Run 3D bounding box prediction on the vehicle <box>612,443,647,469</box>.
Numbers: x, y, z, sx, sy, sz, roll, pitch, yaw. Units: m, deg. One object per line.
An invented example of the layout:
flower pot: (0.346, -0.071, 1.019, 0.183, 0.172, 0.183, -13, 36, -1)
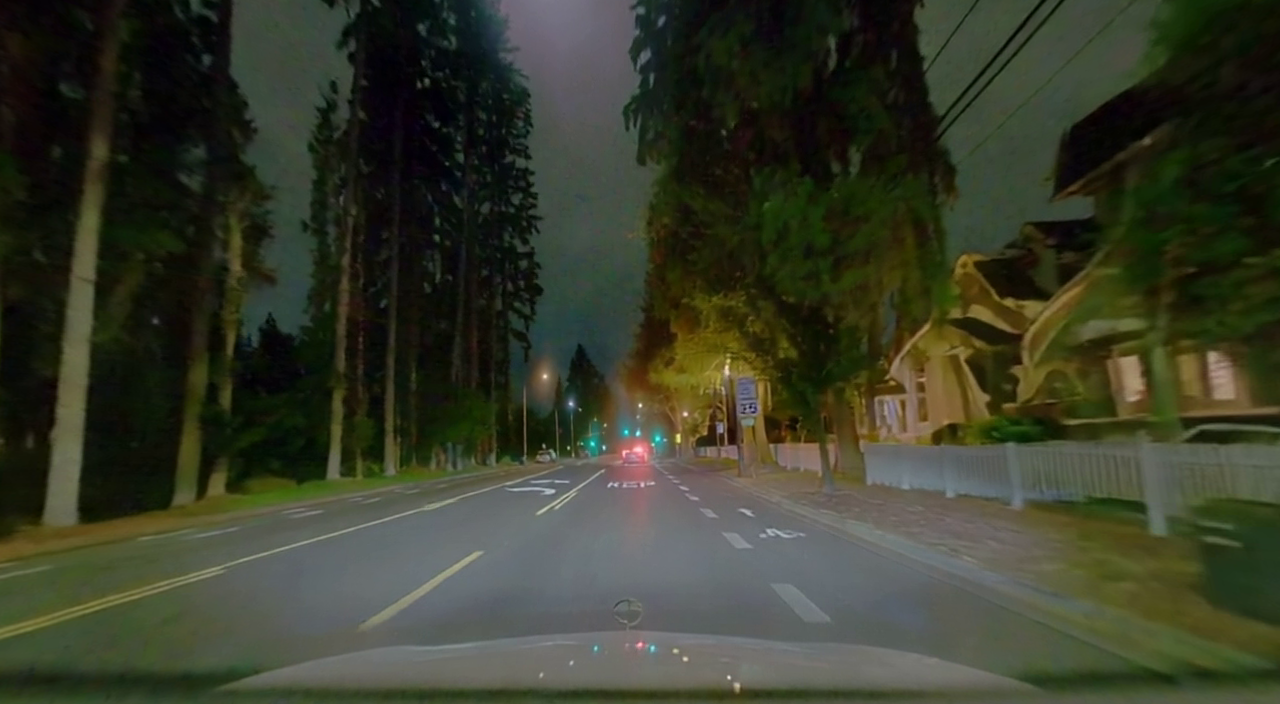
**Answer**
vehicle: (-0.669, 6.599, 40.195, 2.104, 1.500, 3.815, 0, -9, -1)
